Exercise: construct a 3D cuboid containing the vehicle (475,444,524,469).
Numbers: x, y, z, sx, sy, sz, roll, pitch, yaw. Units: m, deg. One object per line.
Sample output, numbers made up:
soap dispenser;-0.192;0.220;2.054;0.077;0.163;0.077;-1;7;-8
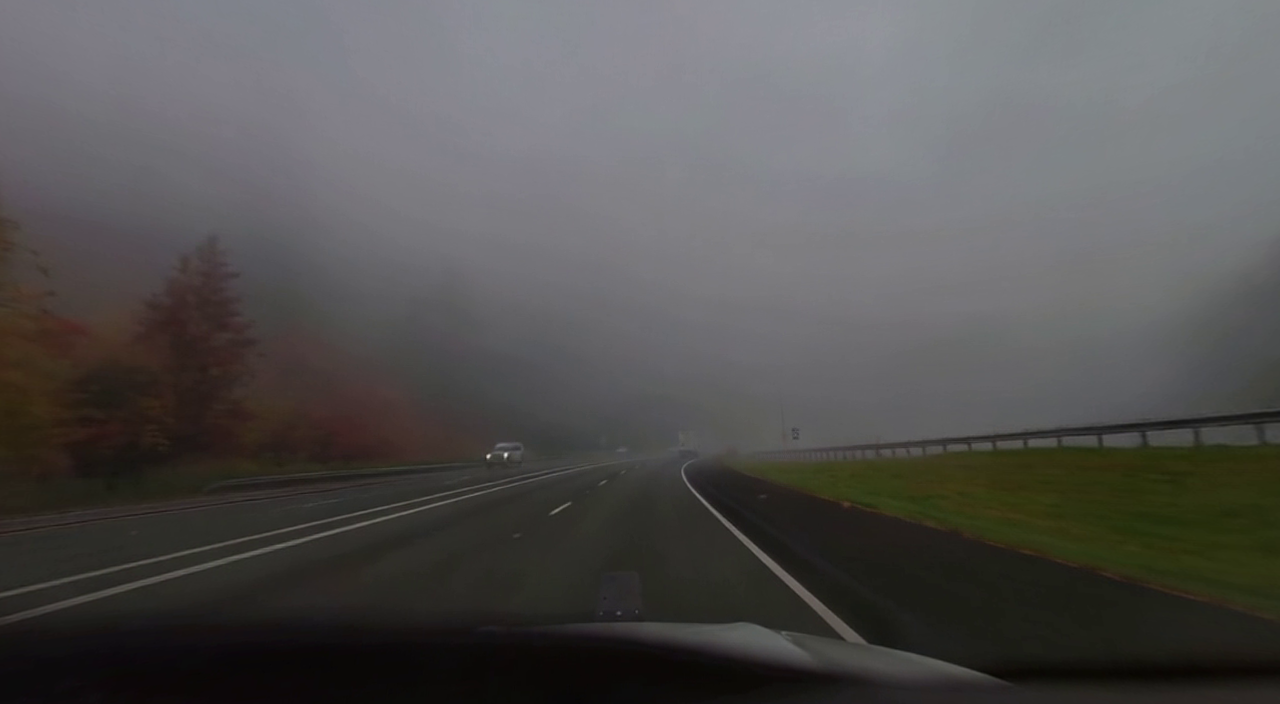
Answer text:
vehicle;-10.746;8.056;48.426;2.145;1.788;5.253;-1;-9;6
